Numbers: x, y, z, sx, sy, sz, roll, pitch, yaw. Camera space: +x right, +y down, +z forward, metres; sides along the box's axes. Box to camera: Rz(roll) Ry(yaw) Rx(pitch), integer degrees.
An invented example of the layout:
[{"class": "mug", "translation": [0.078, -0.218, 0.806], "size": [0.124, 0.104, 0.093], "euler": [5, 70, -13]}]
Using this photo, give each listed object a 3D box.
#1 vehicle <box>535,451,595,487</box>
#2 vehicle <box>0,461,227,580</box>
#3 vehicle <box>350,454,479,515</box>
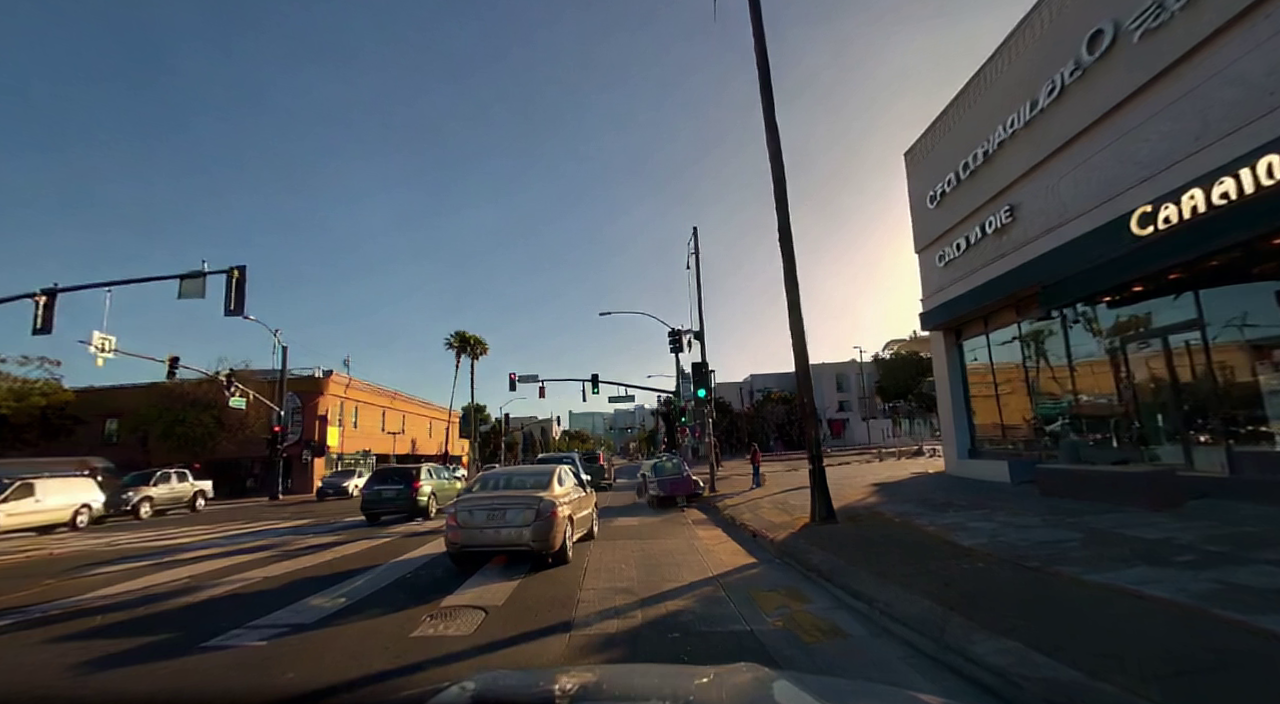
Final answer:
[{"class": "vehicle", "translation": [-3.338, 5.308, 28.880], "size": [2.147, 1.472, 4.406], "euler": [0, -9, 1]}, {"class": "vehicle", "translation": [-9.625, 2.711, 10.890], "size": [2.073, 1.519, 4.248], "euler": [0, -9, 0]}, {"class": "vehicle", "translation": [-6.373, 3.771, 18.430], "size": [1.960, 1.479, 4.654], "euler": [0, -9, 1]}]
